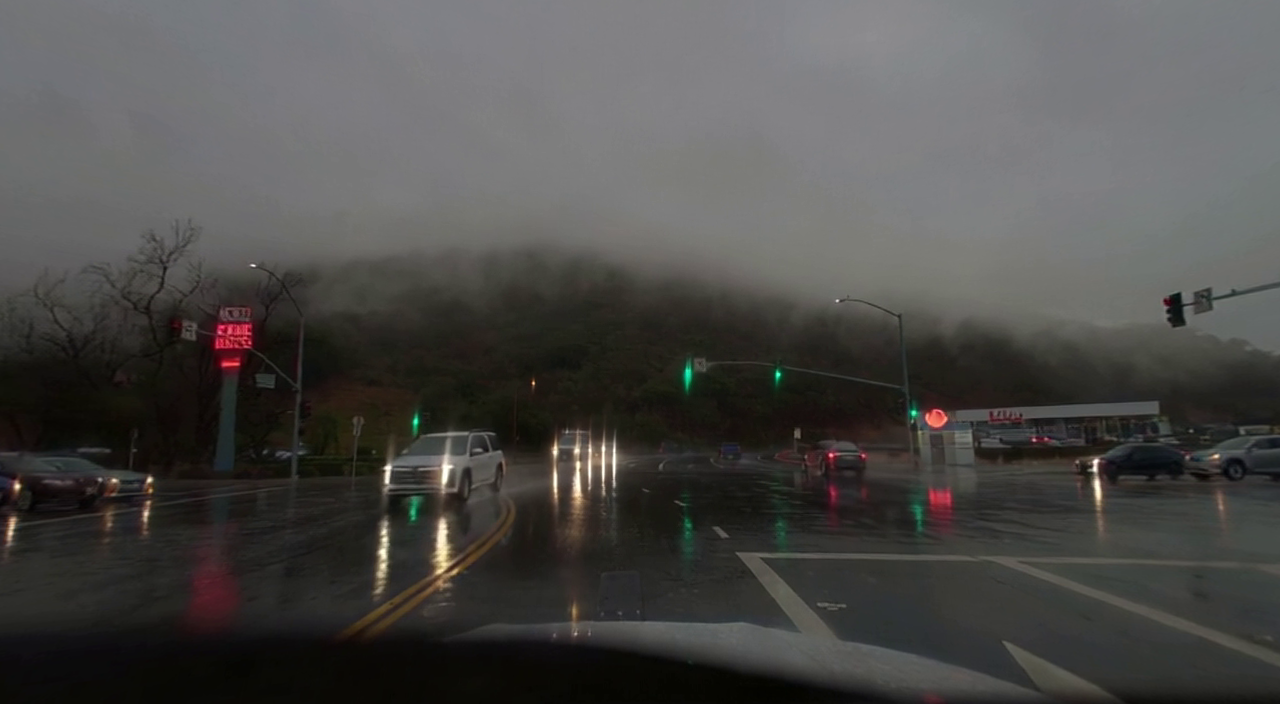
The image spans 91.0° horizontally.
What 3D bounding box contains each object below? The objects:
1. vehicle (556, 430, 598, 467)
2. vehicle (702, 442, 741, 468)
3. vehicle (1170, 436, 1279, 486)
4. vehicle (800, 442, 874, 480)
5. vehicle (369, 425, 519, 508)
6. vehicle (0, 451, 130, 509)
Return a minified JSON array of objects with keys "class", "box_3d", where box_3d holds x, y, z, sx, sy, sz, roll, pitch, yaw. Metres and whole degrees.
[{"class":"vehicle","box_3d":[-4.159,6.472,42.308,2.196,2.264,5.206,0,-8,1]},{"class":"vehicle","box_3d":[5.417,6.862,42.110,1.855,1.622,4.167,0,-8,-3]},{"class":"vehicle","box_3d":[25.086,4.464,26.037,4.546,1.944,2.051,1,-9,-5]},{"class":"vehicle","box_3d":[9.092,5.046,29.443,1.911,1.594,4.378,0,-9,-2]},{"class":"vehicle","box_3d":[-4.627,2.798,15.795,2.199,1.745,4.669,0,-8,1]},{"class":"vehicle","box_3d":[-19.772,4.127,20.534,4.440,1.748,2.033,0,-8,1]}]
